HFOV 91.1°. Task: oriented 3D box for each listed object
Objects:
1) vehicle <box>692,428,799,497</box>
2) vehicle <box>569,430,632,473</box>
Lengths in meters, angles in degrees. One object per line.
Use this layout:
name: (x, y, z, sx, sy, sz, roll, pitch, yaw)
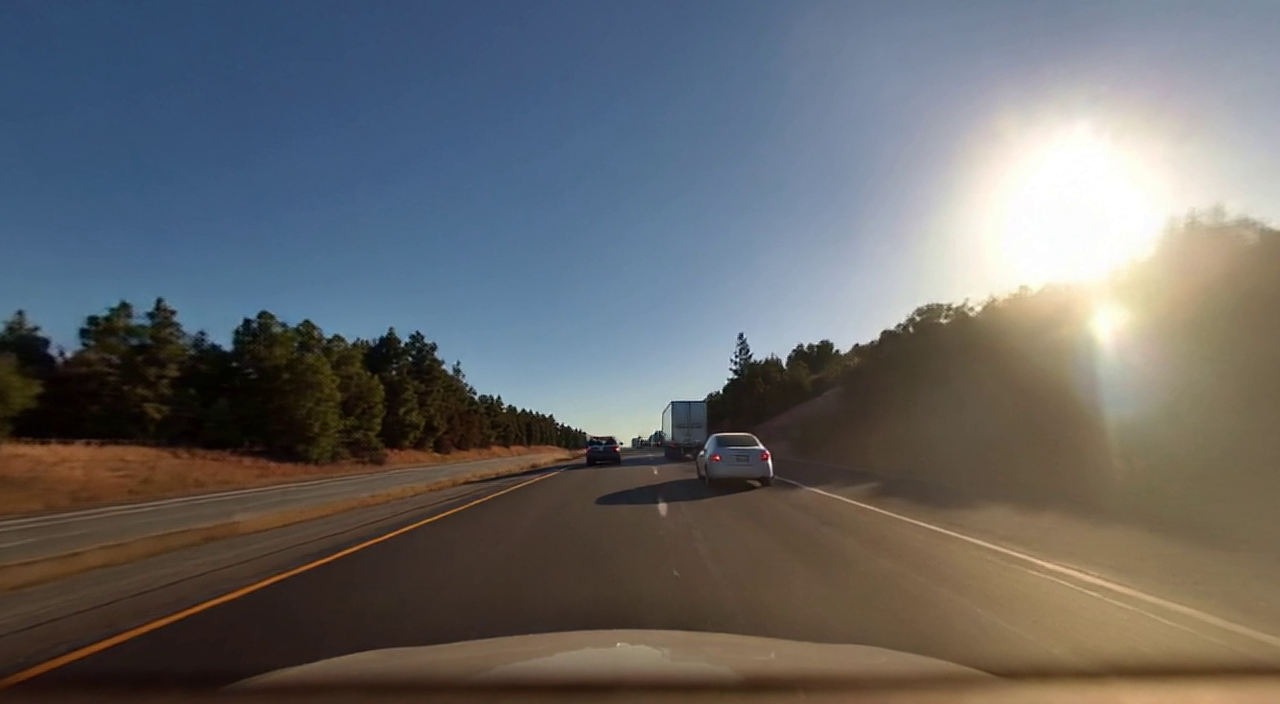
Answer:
vehicle: (2.548, 2.782, 16.366, 2.072, 1.534, 4.300, 0, -8, 1)
vehicle: (-1.537, 4.119, 26.429, 2.192, 1.623, 4.887, 0, -8, 2)
